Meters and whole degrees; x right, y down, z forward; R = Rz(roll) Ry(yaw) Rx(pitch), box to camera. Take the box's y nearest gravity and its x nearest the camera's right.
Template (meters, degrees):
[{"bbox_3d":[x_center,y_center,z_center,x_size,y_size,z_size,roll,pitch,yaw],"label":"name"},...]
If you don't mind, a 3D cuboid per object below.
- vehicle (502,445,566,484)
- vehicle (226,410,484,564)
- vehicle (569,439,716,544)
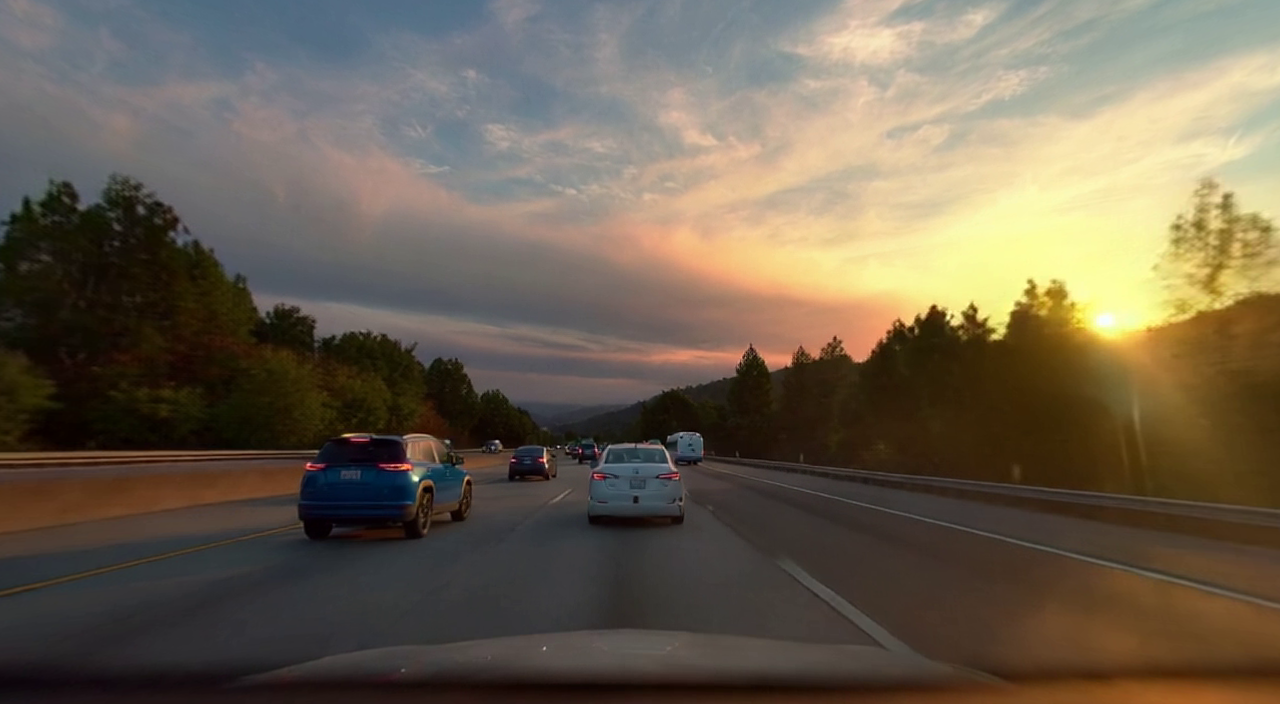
[{"bbox_3d":[-4.401,4.734,26.758,2.122,1.491,3.800,0,-9,-1],"label":"vehicle"},{"bbox_3d":[-3.721,1.838,9.213,1.830,1.703,4.142,0,-9,-1],"label":"vehicle"},{"bbox_3d":[-0.027,2.328,11.208,2.120,1.478,4.179,0,-9,-2],"label":"vehicle"}]
